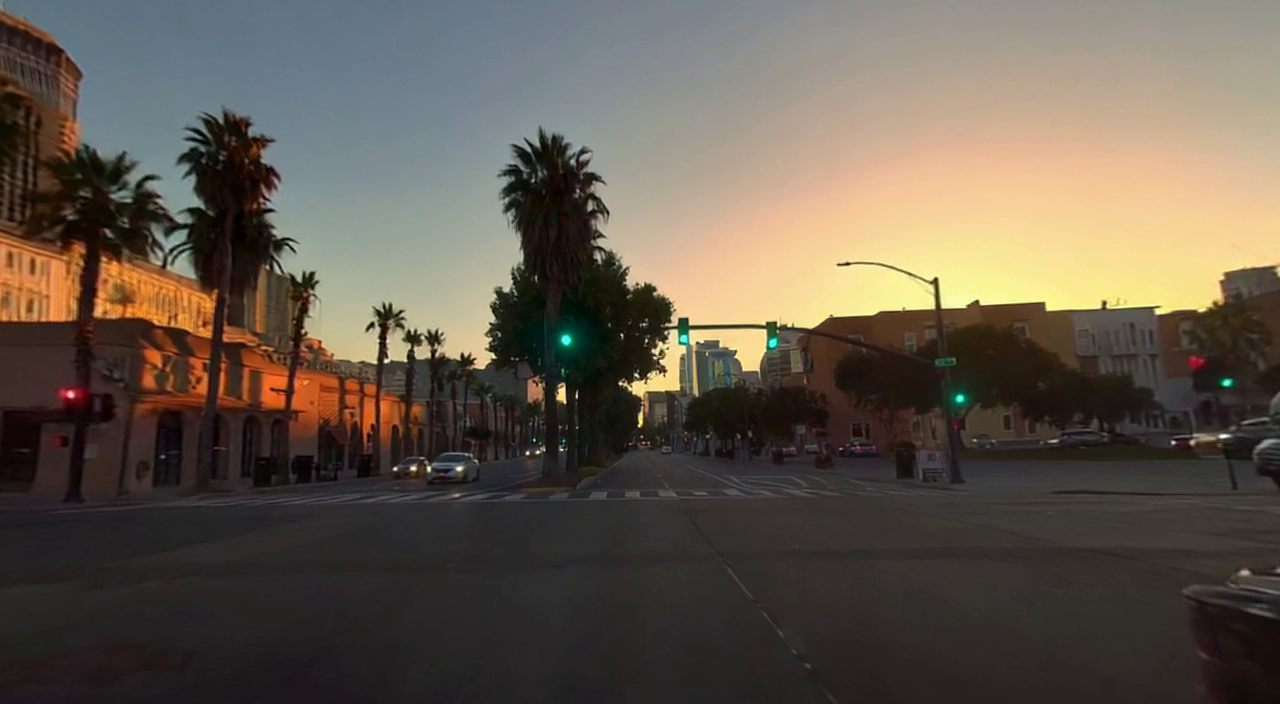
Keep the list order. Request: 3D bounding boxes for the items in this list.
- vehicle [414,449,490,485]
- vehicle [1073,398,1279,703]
[{"bbox_3d":[-8.673,5.317,29.602,2.095,1.482,4.523,0,-8,1],"label":"vehicle"},{"bbox_3d":[3.168,0.719,0.889,1.997,1.473,4.282,0,-8,-1],"label":"vehicle"}]
